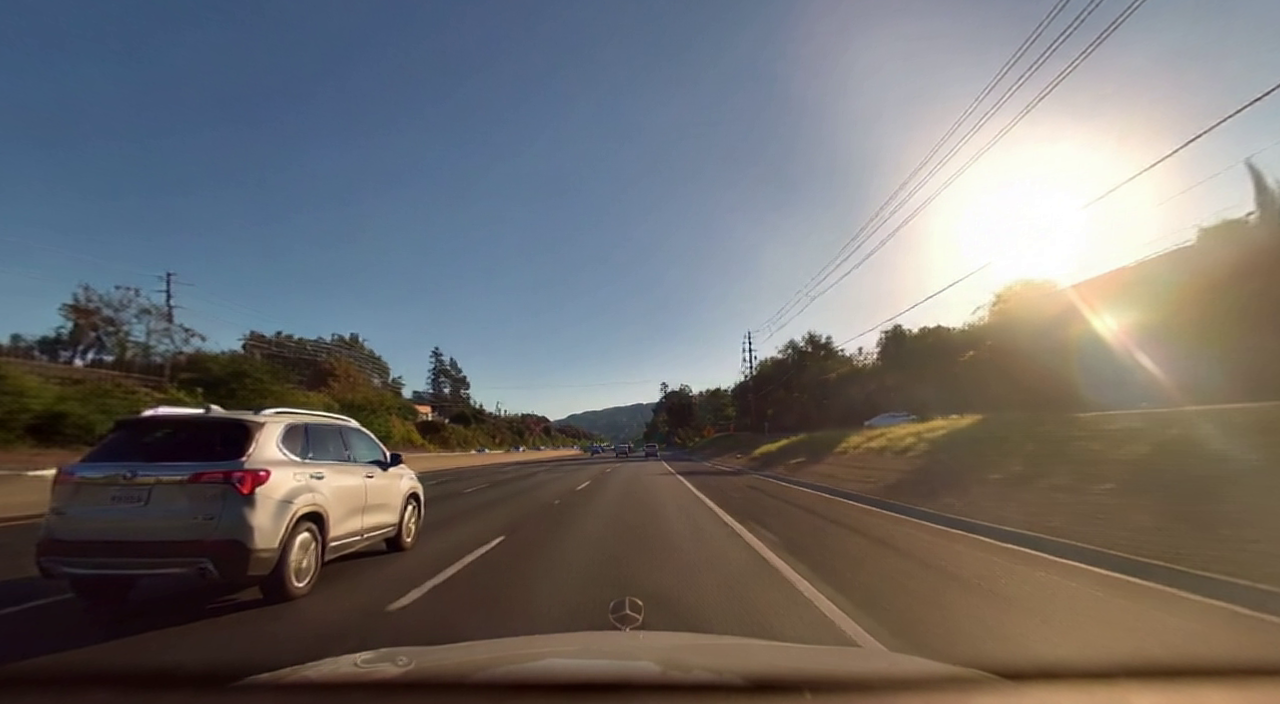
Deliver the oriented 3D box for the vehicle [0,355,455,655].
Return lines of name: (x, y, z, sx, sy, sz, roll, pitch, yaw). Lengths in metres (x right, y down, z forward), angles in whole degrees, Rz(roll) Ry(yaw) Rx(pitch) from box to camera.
vehicle: (-3.865, 1.375, 6.765, 2.136, 1.975, 5.037, 0, -8, 1)
